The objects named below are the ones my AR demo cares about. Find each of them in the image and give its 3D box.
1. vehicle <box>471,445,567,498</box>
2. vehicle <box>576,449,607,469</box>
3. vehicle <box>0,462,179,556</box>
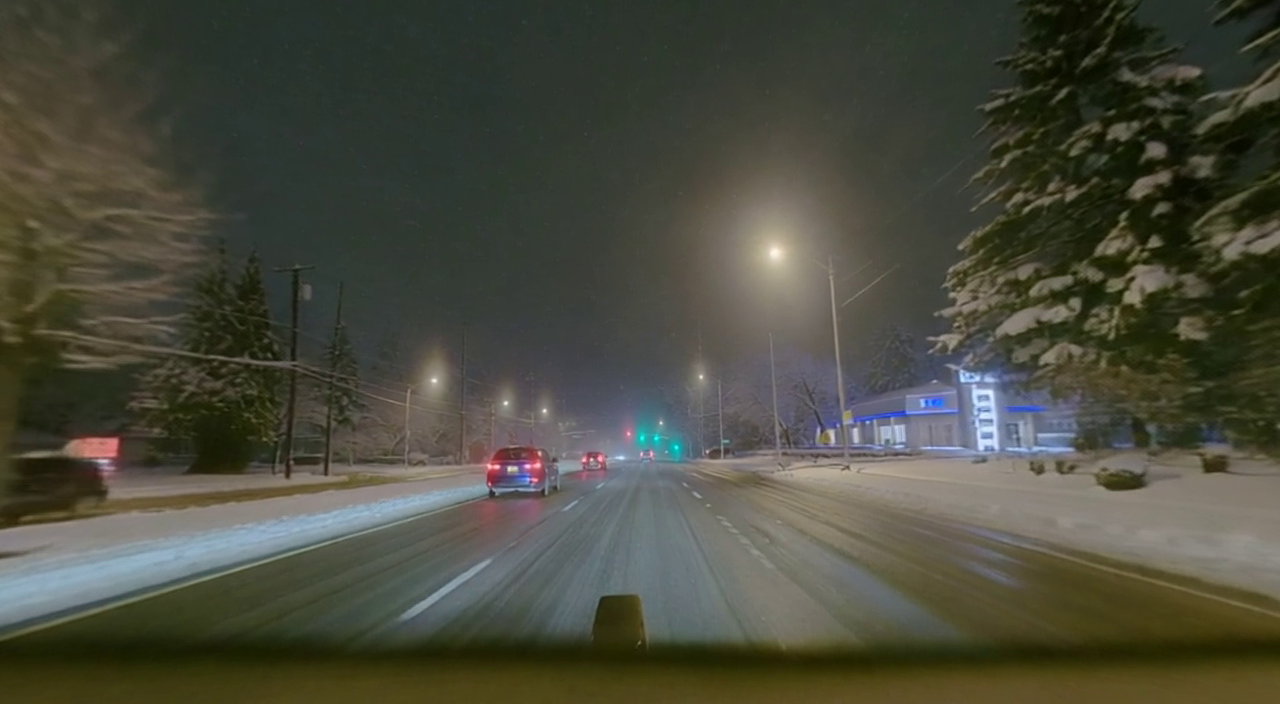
[{"bbox_3d":[-3.592,3.634,19.586,2.076,1.444,4.328,0,-9,1],"label":"vehicle"},{"bbox_3d":[-3.754,8.435,49.590,2.039,1.479,4.257,0,-9,0],"label":"vehicle"},{"bbox_3d":[-8.067,1.842,7.673,2.700,0.905,2.928,0,-9,-1],"label":"vehicle"}]
